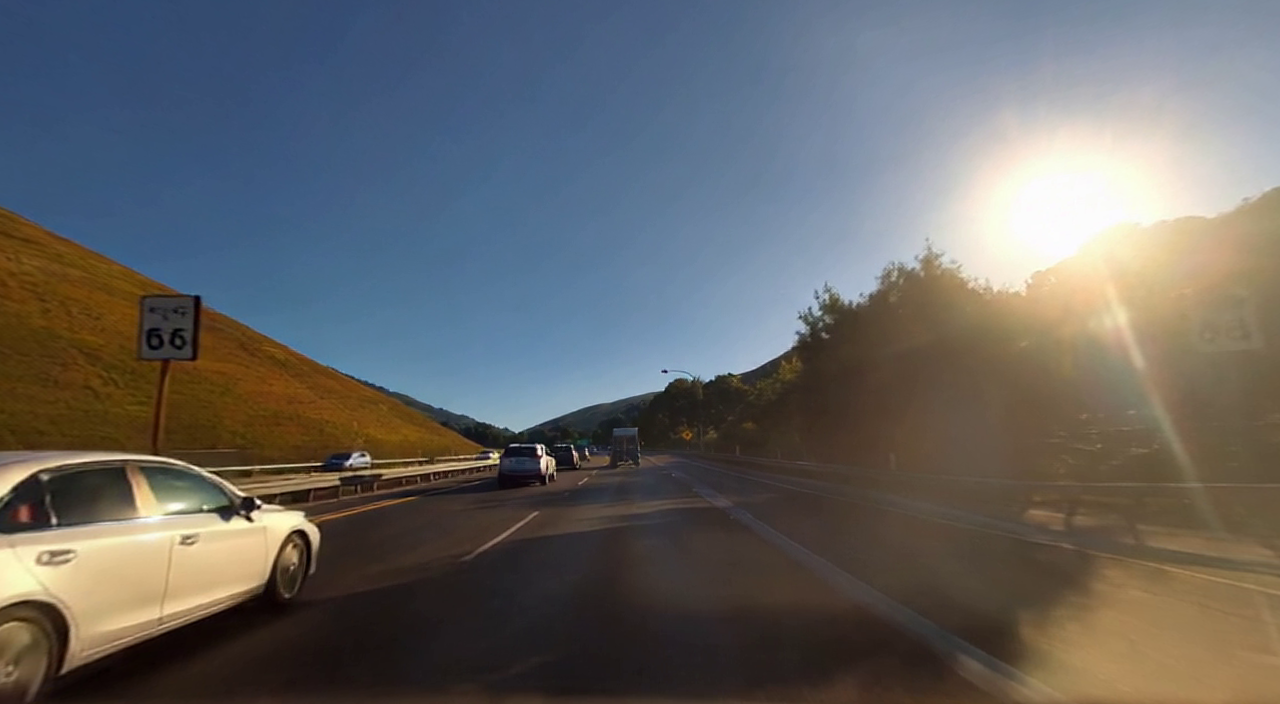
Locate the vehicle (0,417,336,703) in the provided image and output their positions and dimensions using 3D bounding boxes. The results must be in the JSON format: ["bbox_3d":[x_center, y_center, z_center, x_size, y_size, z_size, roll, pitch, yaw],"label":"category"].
[{"bbox_3d":[-3.826,1.143,3.573,1.988,1.440,4.504,0,-9,-1],"label":"vehicle"}]

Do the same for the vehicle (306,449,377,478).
[{"bbox_3d":[-16.828,6.277,35.838,1.877,1.492,4.346,0,-9,0],"label":"vehicle"}]

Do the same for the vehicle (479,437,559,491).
[{"bbox_3d":[-4.171,3.944,22.523,2.073,1.694,4.162,0,-9,-1],"label":"vehicle"}]

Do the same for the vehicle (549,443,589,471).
[{"bbox_3d":[-4.314,6.465,38.878,2.044,1.624,4.032,0,-9,0],"label":"vehicle"}]

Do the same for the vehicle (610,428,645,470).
[{"bbox_3d":[-0.783,6.571,42.899,2.227,2.611,5.900,0,-9,0],"label":"vehicle"}]
